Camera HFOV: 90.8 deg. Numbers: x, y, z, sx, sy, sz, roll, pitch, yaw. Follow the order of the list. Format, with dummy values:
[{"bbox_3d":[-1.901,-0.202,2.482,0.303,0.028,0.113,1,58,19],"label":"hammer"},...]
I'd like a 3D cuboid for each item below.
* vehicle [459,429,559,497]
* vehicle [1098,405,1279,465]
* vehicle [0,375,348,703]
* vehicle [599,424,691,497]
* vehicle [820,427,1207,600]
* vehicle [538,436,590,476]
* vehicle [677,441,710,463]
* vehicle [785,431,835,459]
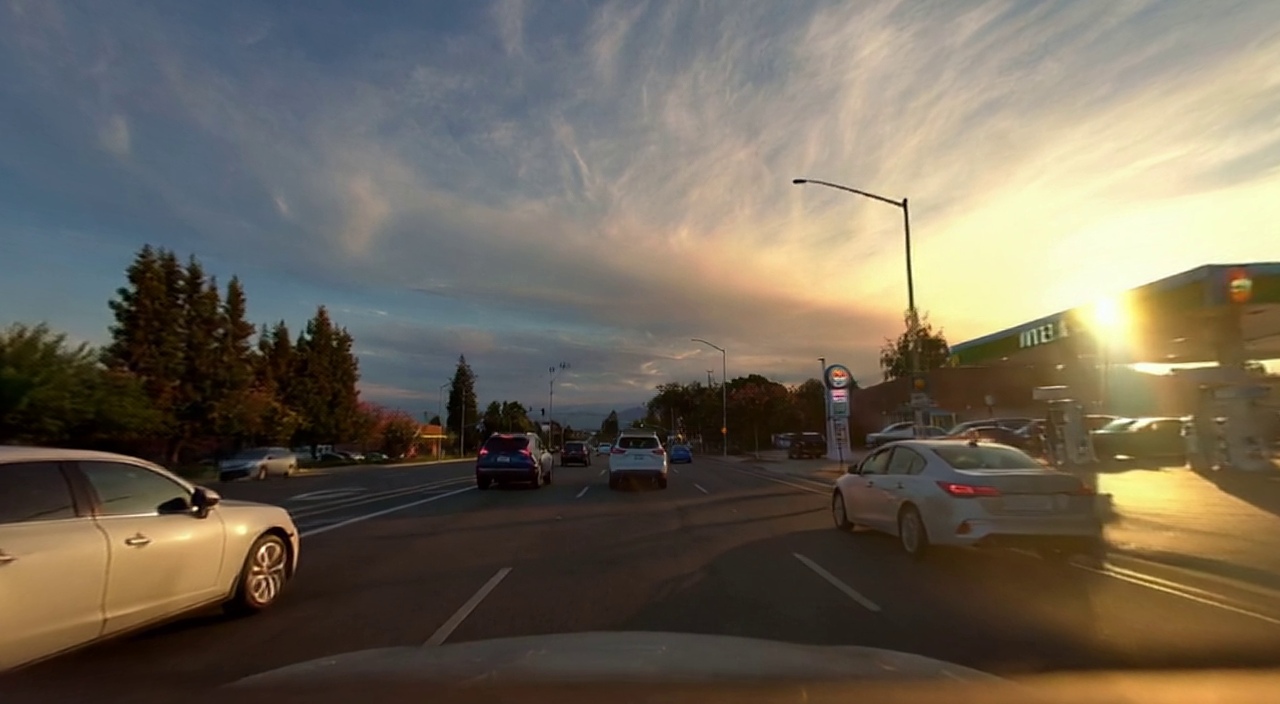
[{"bbox_3d":[-3.584,3.124,18.096,1.932,1.695,4.150,0,-9,0],"label":"vehicle"},{"bbox_3d":[18.169,2.792,20.990,1.906,1.734,4.483,2,-9,-12],"label":"vehicle"},{"bbox_3d":[-3.531,1.040,3.528,1.864,1.574,4.031,0,-9,0],"label":"vehicle"},{"bbox_3d":[0.104,3.040,18.031,2.279,1.803,4.254,0,-9,-1],"label":"vehicle"},{"bbox_3d":[3.895,1.736,7.803,1.888,1.456,4.589,0,-9,-1],"label":"vehicle"},{"bbox_3d":[-3.359,4.670,28.571,1.871,1.673,3.920,0,-9,0],"label":"vehicle"},{"bbox_3d":[3.834,7.264,45.981,1.926,1.522,3.852,0,-9,-2],"label":"vehicle"},{"bbox_3d":[11.942,6.592,44.746,2.102,1.887,4.673,0,-9,-1],"label":"vehicle"}]
